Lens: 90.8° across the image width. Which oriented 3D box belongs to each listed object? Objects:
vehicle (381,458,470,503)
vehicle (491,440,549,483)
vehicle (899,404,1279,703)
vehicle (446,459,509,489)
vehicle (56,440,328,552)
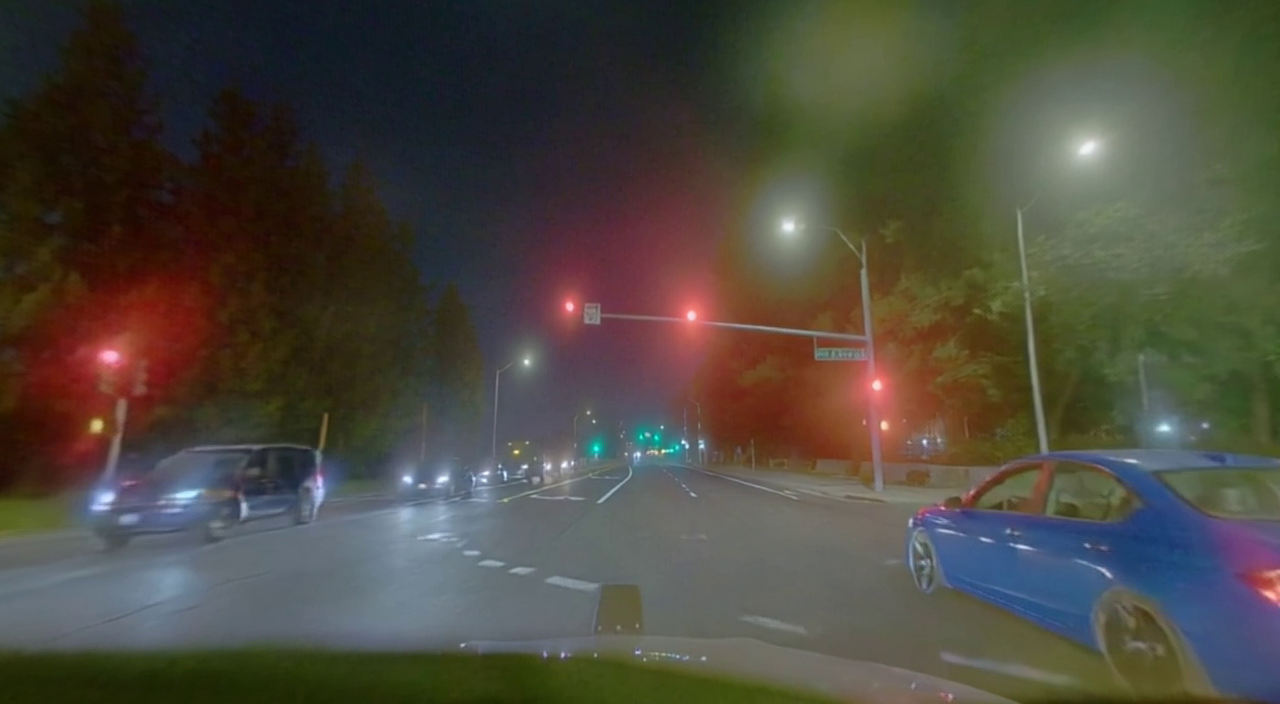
[{"bbox_3d":[-8.236,4.952,24.737,1.906,1.468,4.686,0,-9,-1],"label":"vehicle"},{"bbox_3d":[-8.256,7.572,44.226,2.617,2.736,6.621,-1,-9,1],"label":"vehicle"},{"bbox_3d":[3.938,1.302,4.592,2.129,1.581,4.780,0,-9,1],"label":"vehicle"},{"bbox_3d":[-8.747,6.618,34.538,2.190,1.455,4.516,0,-9,1],"label":"vehicle"},{"bbox_3d":[-8.823,2.822,13.182,2.130,1.874,4.691,0,-9,1],"label":"vehicle"}]
